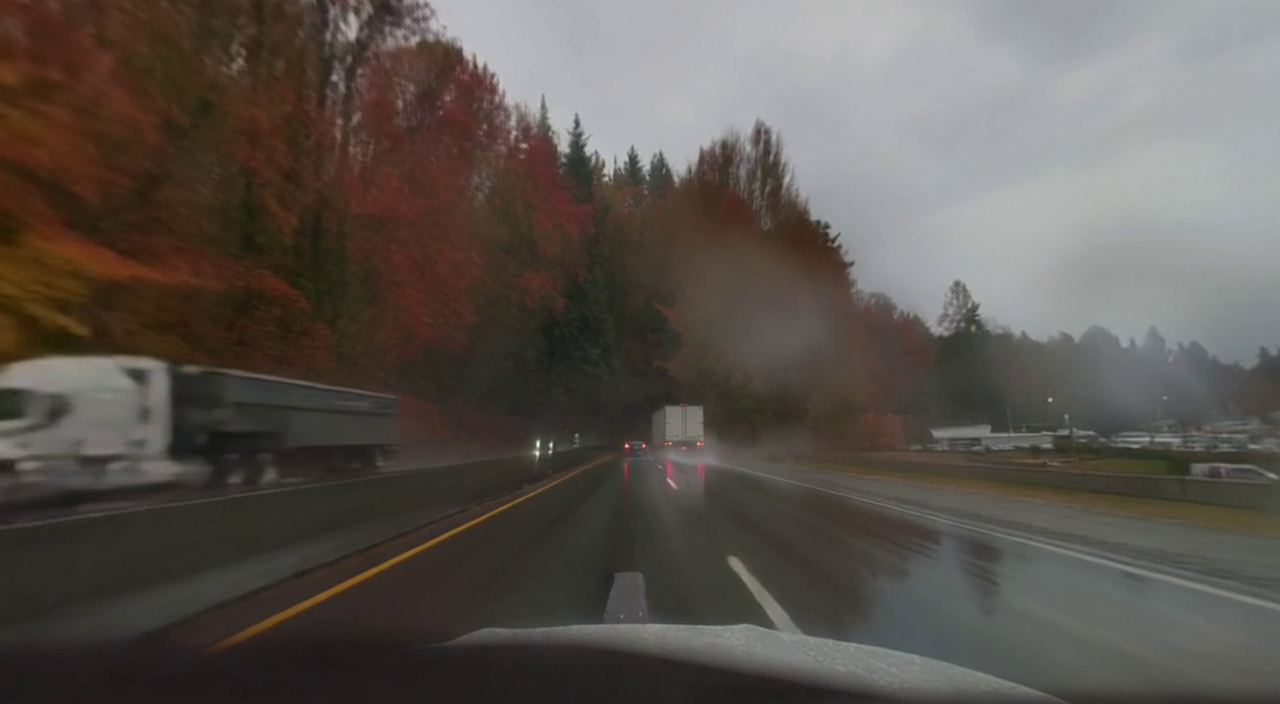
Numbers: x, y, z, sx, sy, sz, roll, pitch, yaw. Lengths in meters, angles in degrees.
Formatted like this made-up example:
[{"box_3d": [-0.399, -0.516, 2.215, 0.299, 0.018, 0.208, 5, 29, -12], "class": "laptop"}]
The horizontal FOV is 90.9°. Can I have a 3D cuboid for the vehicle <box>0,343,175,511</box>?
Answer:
[{"box_3d": [-13.909, 1.742, 14.697, 3.618, 3.504, 2.875, 0, -8, 1], "class": "vehicle"}]

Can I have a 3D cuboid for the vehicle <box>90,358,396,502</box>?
[{"box_3d": [-13.857, 3.193, 24.783, 2.963, 4.037, 14.038, 0, -8, 0], "class": "vehicle"}]
